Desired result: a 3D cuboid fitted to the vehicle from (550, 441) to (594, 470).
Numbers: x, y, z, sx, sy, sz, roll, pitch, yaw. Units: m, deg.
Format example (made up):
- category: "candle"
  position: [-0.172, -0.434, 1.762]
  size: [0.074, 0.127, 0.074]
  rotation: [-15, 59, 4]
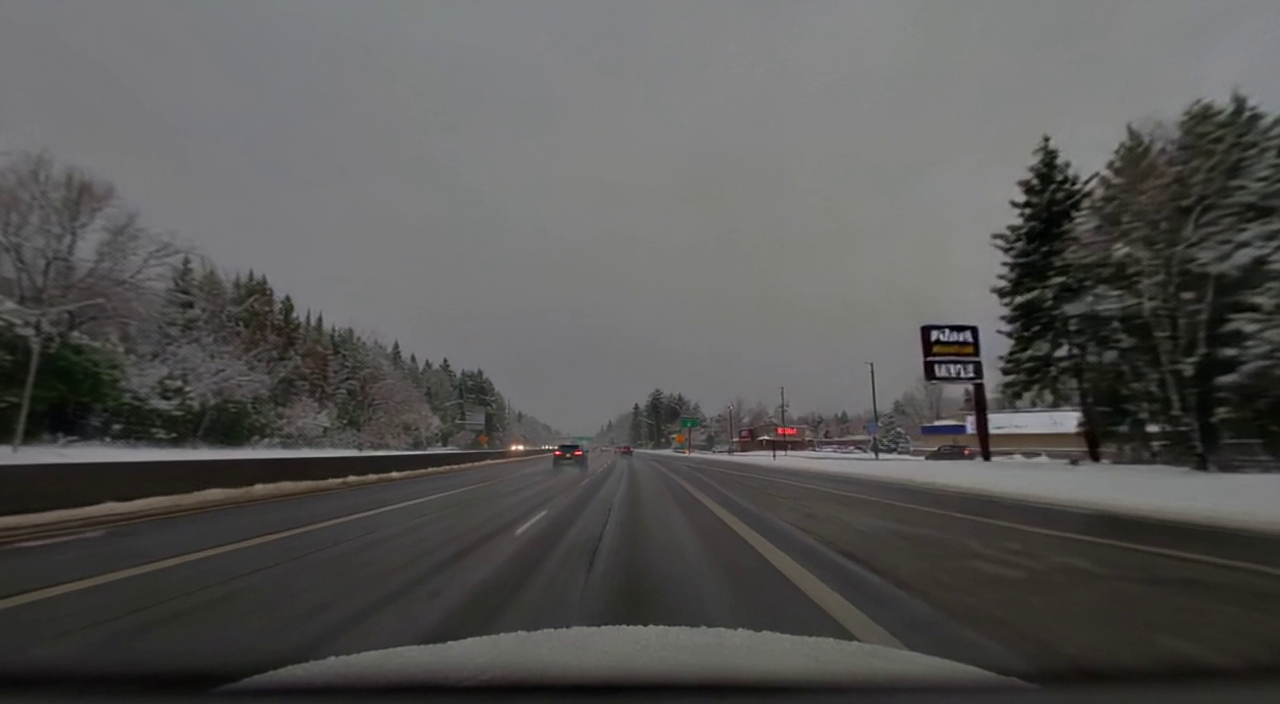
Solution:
- category: "vehicle"
  position: [-4.336, 6.713, 41.178]
  size: [2.236, 1.736, 5.585]
  rotation: [0, -8, 0]
